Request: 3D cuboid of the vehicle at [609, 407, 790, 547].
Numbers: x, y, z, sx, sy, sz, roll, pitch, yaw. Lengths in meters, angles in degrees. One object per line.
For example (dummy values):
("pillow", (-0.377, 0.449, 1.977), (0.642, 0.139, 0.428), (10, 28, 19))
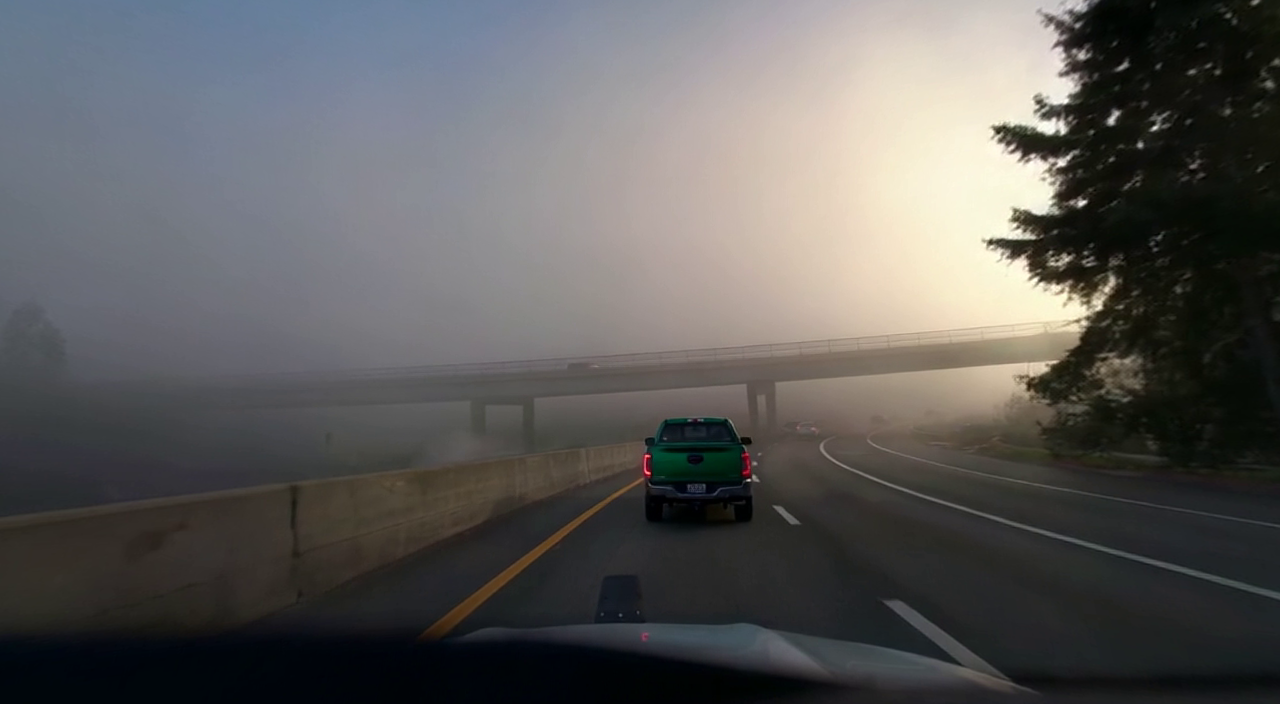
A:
("vehicle", (0.923, 1.892, 10.140), (2.235, 1.716, 4.435), (-1, -9, 5))
